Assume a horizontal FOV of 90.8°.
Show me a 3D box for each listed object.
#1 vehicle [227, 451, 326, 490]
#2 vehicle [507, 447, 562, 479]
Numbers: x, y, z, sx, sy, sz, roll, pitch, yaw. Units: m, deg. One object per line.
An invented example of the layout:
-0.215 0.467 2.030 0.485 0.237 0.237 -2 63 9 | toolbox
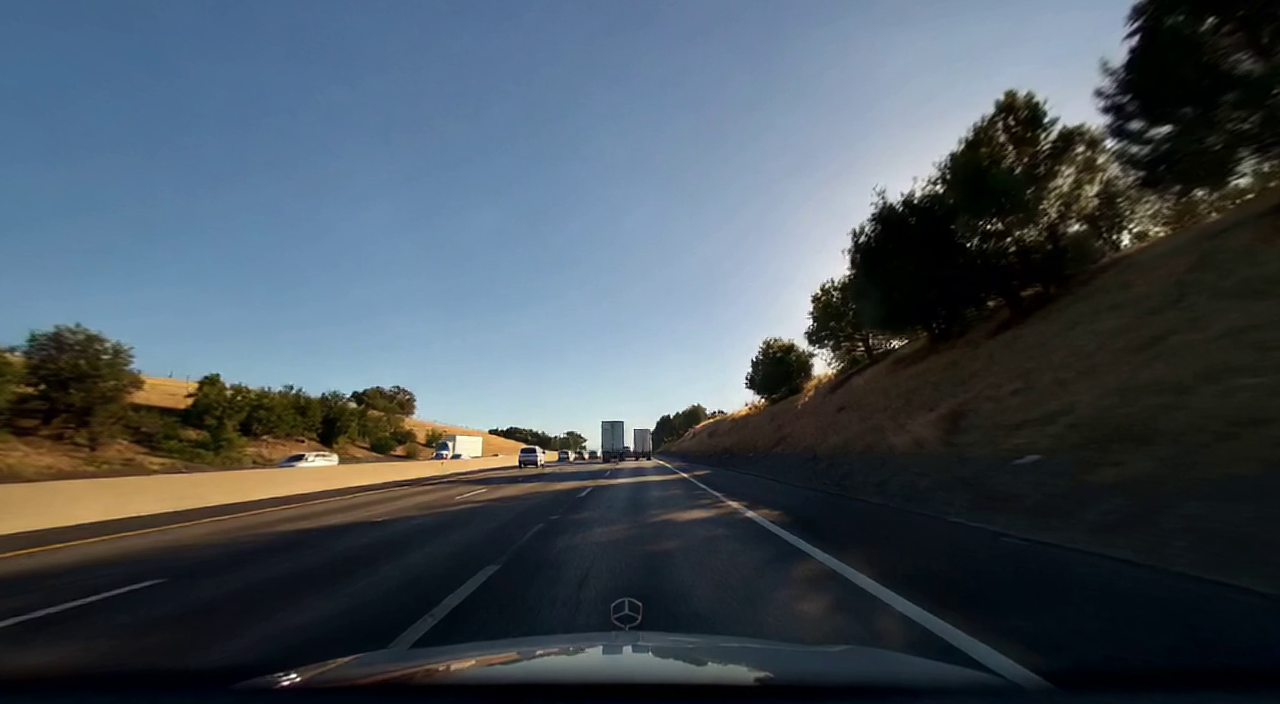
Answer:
-14.919 4.853 26.165 1.778 1.447 3.821 0 -9 0 | vehicle
-5.261 5.590 32.010 2.091 1.527 4.455 0 -9 -1 | vehicle
